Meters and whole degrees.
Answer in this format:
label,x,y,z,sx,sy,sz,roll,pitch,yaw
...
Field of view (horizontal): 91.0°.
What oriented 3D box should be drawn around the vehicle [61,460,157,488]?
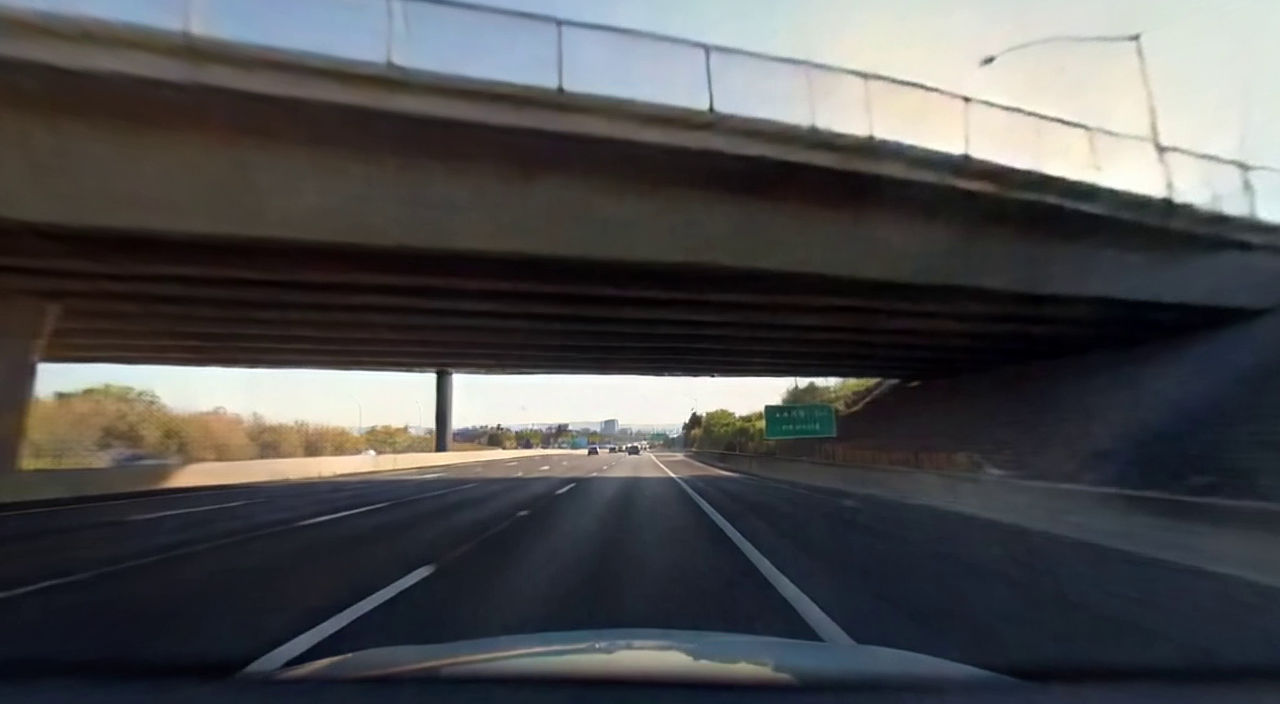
label,x,y,z,sx,sy,sz,roll,pitch,yaw
vehicle,-31.638,7.262,37.716,1.861,1.439,4.457,0,-9,1
